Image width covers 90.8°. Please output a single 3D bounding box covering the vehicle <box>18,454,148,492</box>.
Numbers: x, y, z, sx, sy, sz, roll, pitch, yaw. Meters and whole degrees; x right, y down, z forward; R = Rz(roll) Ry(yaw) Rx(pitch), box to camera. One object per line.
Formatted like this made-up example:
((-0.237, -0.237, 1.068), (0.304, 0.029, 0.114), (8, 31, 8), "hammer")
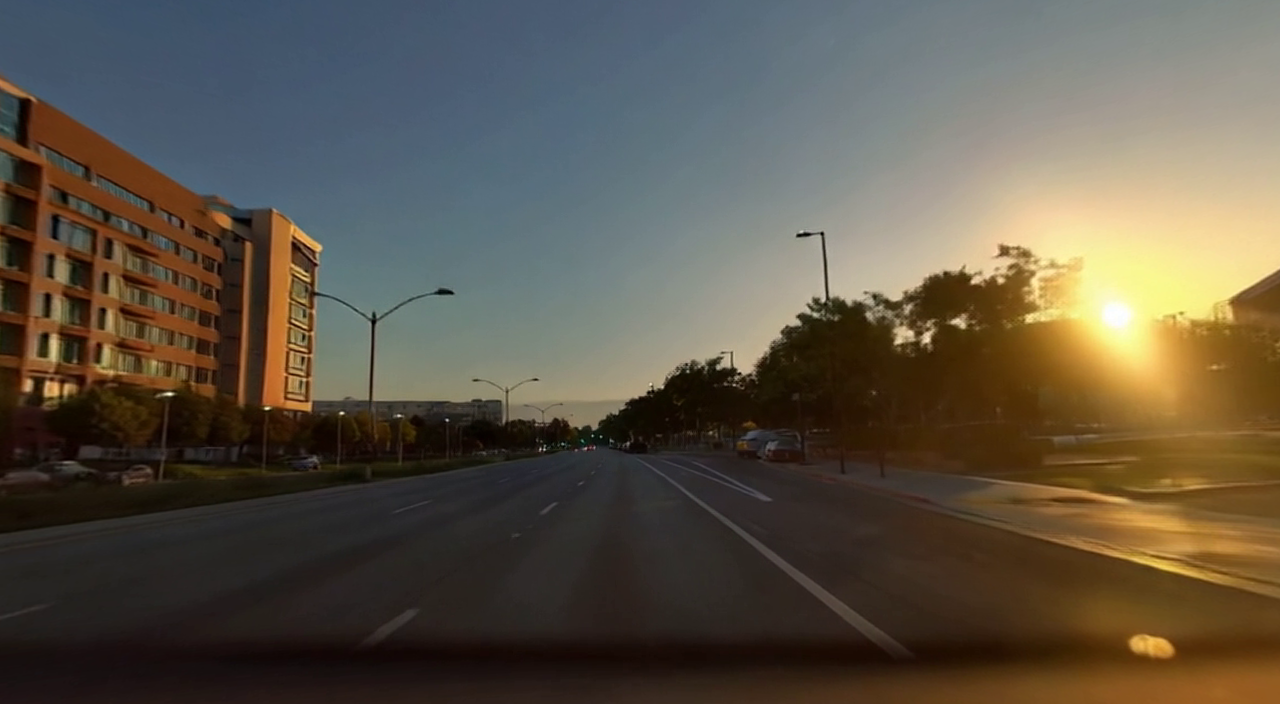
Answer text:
((-33.439, 7.225, 38.293), (2.483, 2.000, 6.110), (0, -8, -2), "vehicle")
